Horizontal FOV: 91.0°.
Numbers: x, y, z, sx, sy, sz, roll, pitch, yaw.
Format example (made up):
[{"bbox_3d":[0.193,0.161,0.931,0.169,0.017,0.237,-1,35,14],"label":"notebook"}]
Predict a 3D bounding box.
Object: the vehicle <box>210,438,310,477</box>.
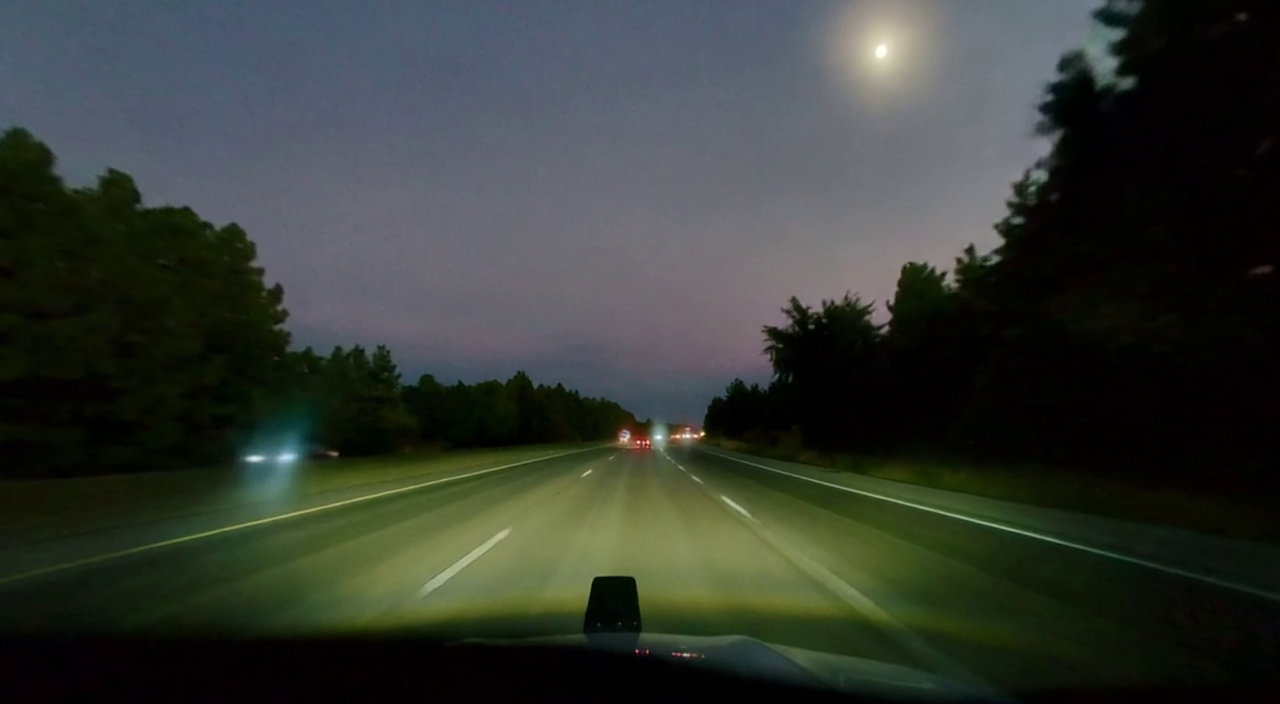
[{"bbox_3d":[-16.123,4.449,26.948,1.827,1.510,3.956,0,-8,0],"label":"vehicle"}]
